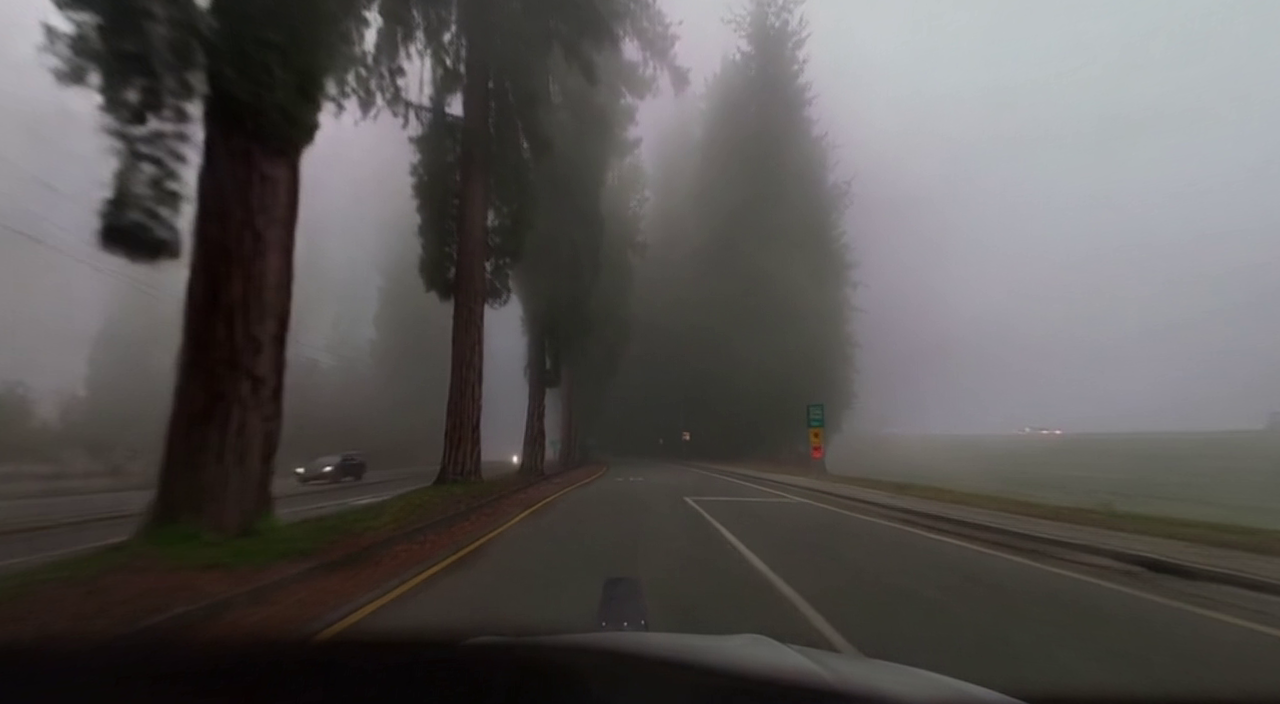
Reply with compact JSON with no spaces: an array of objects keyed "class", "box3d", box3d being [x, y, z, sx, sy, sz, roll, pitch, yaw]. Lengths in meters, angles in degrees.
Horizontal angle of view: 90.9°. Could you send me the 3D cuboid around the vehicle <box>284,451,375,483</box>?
[{"class":"vehicle","box3d":[-16.382,6.084,33.579,2.200,1.496,4.809,-1,-8,3]}]
